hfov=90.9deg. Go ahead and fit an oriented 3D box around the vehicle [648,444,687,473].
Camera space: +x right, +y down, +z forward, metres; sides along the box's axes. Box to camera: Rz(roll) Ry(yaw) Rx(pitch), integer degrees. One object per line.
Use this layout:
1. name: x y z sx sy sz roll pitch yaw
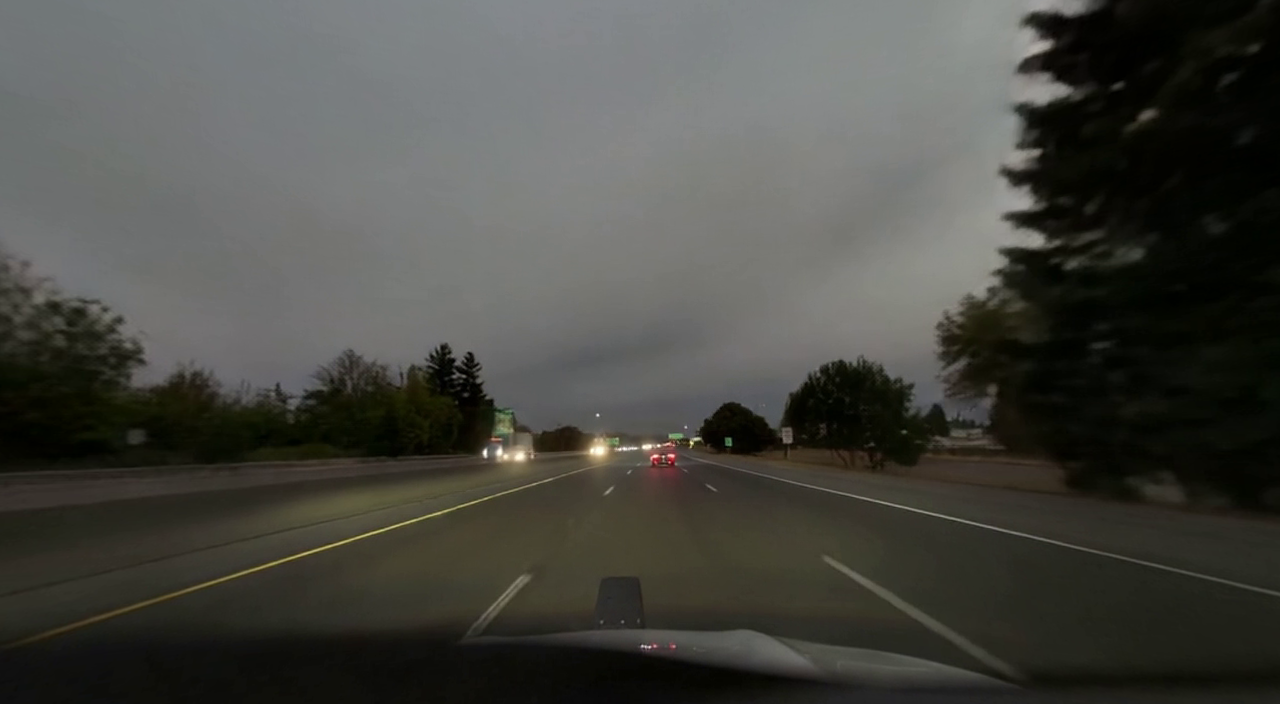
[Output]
1. vehicle: 1.638 6.583 39.028 2.231 1.652 4.503 0 -9 1
